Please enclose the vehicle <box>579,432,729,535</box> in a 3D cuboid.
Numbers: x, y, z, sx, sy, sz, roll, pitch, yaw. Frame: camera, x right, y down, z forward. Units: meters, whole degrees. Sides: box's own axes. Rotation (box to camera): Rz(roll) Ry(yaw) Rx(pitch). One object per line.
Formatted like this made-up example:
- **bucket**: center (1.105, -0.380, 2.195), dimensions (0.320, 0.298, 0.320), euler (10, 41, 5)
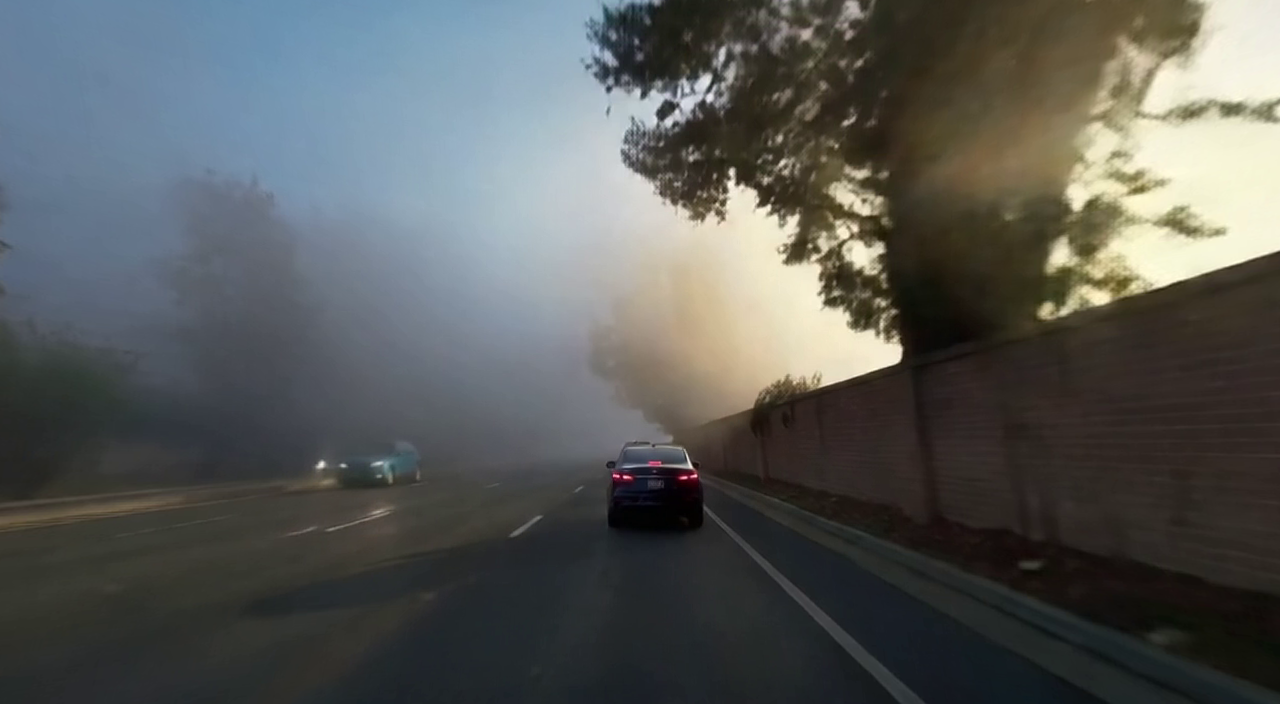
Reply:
- **vehicle**: center (0.175, 2.259, 11.524), dimensions (2.205, 1.509, 4.272), euler (0, -8, -1)
